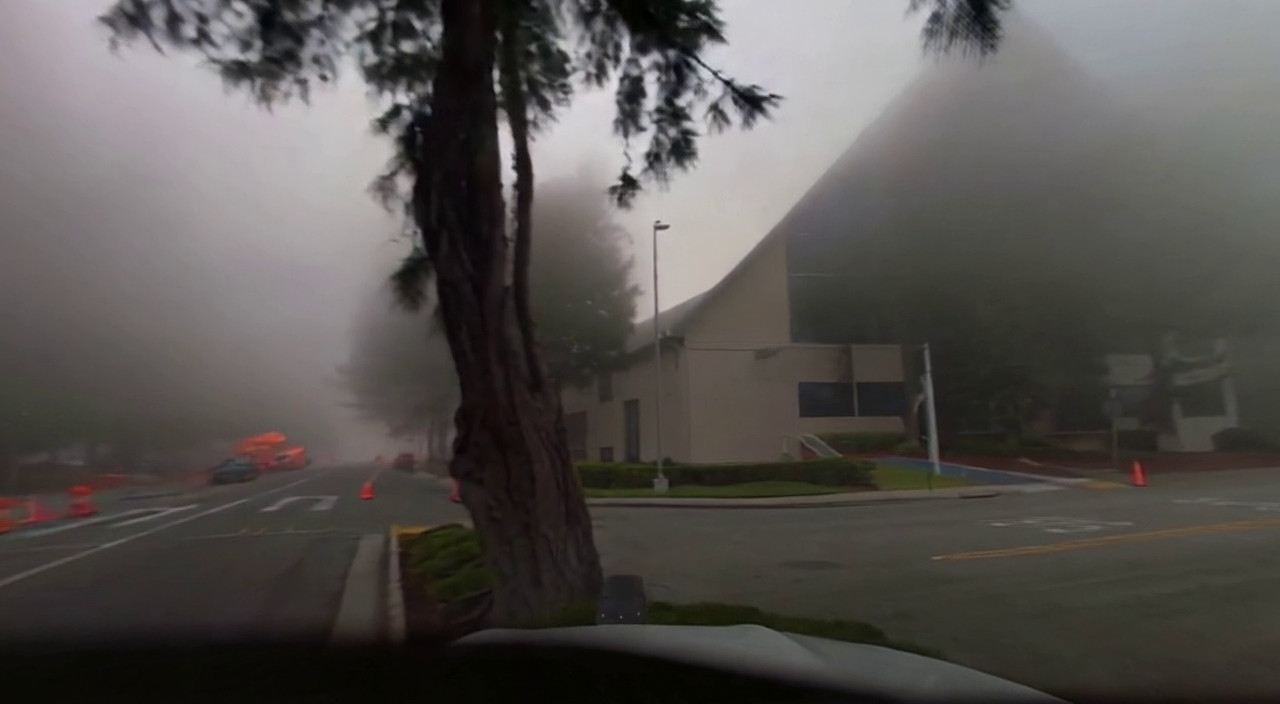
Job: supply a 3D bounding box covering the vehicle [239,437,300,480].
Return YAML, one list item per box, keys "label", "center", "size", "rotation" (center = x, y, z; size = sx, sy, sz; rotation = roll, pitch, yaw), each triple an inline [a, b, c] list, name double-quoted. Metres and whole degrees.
- label: "vehicle"
  center: [-27.994, 8.002, 48.073]
  size: [2.510, 2.889, 6.493]
  rotation: [1, -7, -17]
